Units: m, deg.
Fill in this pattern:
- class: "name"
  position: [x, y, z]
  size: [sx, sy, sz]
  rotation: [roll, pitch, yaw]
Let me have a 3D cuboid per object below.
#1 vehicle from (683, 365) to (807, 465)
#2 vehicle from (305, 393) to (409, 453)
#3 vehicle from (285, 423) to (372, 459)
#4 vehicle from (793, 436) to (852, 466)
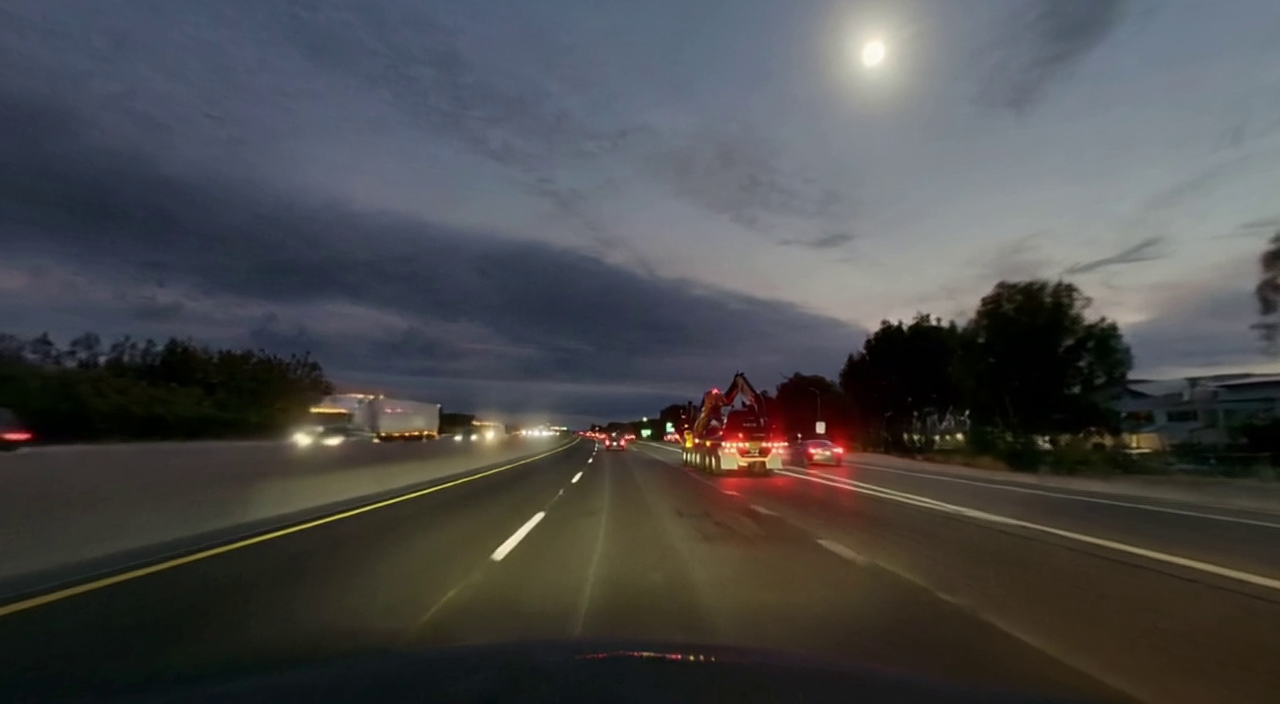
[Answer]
- class: "vehicle"
  position: [3.624, 2.563, 24.207]
  size: [2.833, 3.180, 8.004]
  rotation: [1, -8, -4]
- class: "vehicle"
  position: [-19.854, 5.229, 45.153]
  size: [3.022, 3.791, 10.271]
  rotation: [0, -8, -3]
- class: "vehicle"
  position: [-15.682, 4.513, 32.000]
  size: [2.205, 1.666, 4.526]
  rotation: [0, -8, -2]
- class: "vehicle"
  position: [9.748, 5.287, 33.973]
  size: [1.820, 1.469, 4.257]
  rotation: [0, -8, -1]
